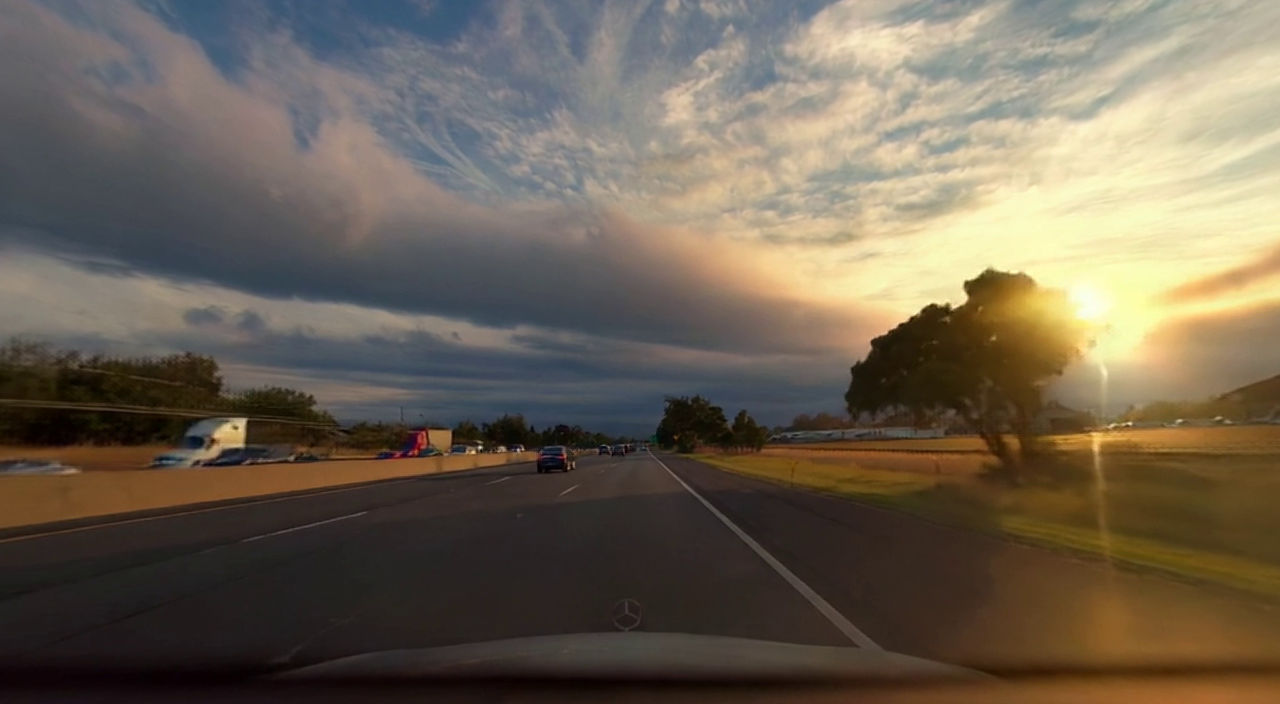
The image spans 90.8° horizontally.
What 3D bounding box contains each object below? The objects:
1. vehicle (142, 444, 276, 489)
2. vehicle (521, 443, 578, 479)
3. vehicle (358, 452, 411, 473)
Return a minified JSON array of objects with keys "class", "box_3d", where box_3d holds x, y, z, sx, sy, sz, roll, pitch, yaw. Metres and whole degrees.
[{"class":"vehicle","box_3d":[-15.980,4.248,23.730,1.925,1.526,4.370,0,-9,0]},{"class":"vehicle","box_3d":[-4.042,4.950,28.885,1.954,1.541,4.079,0,-9,1]},{"class":"vehicle","box_3d":[-19.324,8.362,47.925,1.947,1.459,4.851,0,-9,1]}]
